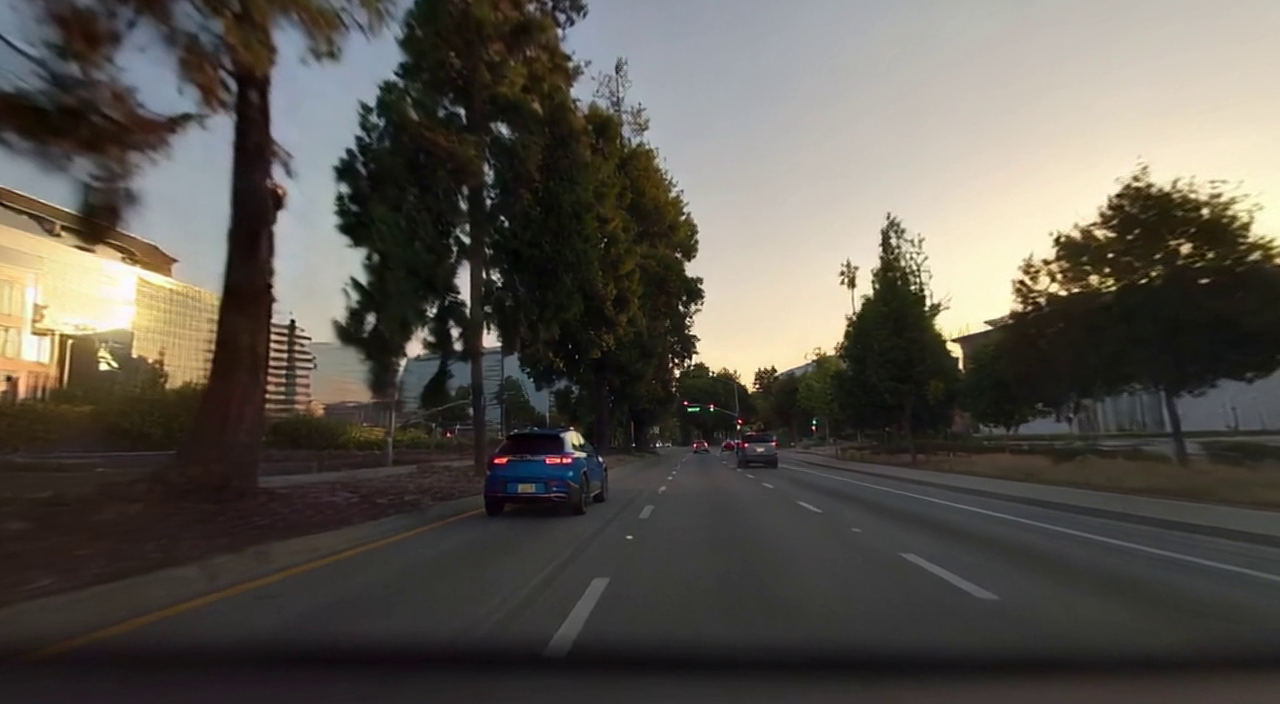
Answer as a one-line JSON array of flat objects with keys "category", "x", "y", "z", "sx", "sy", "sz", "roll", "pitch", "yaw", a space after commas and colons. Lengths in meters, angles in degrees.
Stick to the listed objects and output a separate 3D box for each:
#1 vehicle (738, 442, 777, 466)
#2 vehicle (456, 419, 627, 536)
[{"category": "vehicle", "x": 7.490, "y": 6.545, "z": 40.511, "sx": 1.983, "sy": 1.464, "sz": 4.472, "roll": -1, "pitch": -9, "yaw": 4}, {"category": "vehicle", "x": -1.528, "y": 2.209, "z": 11.704, "sx": 2.033, "sy": 1.713, "sz": 4.503, "roll": -1, "pitch": -9, "yaw": 6}]
